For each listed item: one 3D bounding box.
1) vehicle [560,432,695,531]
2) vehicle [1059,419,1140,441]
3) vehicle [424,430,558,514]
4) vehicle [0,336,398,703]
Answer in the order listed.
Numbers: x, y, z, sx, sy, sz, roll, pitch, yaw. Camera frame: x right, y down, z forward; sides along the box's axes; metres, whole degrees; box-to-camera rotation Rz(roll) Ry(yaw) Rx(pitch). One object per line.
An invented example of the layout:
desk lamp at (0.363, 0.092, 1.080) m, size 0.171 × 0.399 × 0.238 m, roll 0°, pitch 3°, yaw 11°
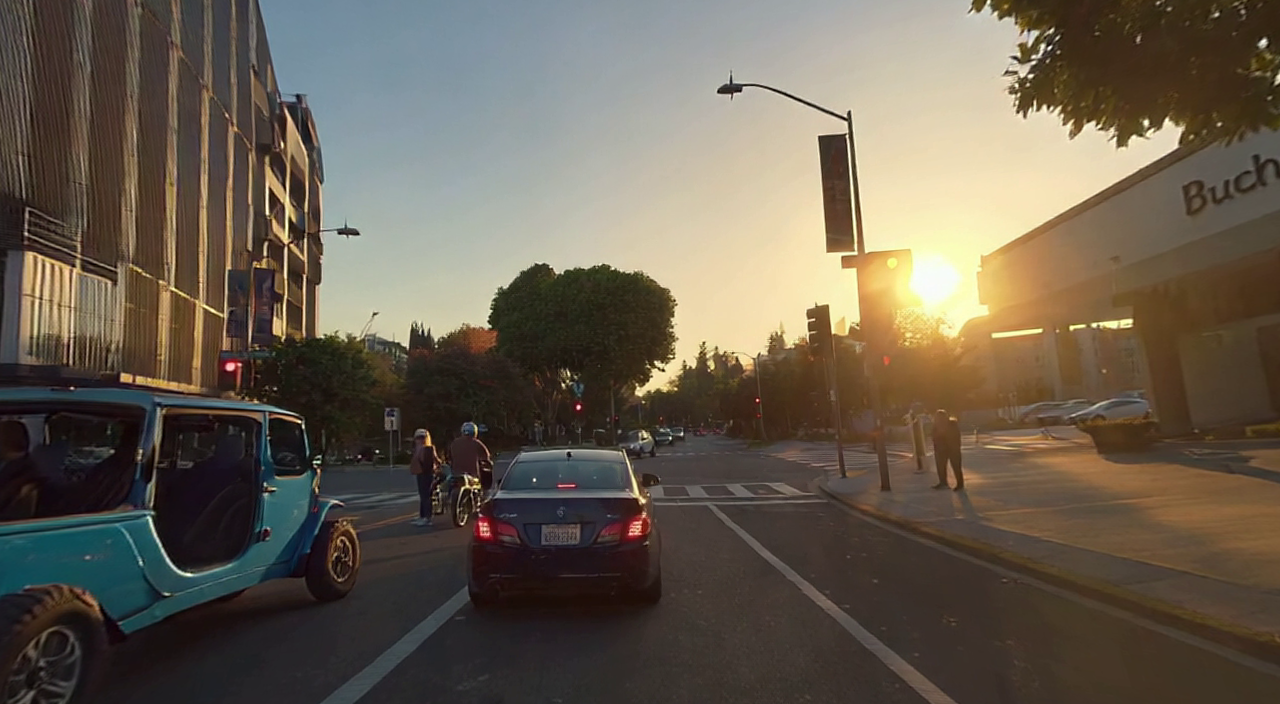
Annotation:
vehicle at (-0.164, 2.253, 11.529) m, size 2.025 × 1.458 × 4.085 m, roll 0°, pitch -8°, yaw 1°
vehicle at (30.734, 5.265, 42.088) m, size 1.751 × 1.420 × 4.027 m, roll 8°, pitch -12°, yaw -43°
vehicle at (-3.180, 2.652, 14.368) m, size 1.935 × 1.615 × 4.073 m, roll -1°, pitch -8°, yaw 2°
vehicle at (-3.610, 1.130, 4.438) m, size 2.000 × 1.809 × 4.405 m, roll 0°, pitch -8°, yaw 0°
